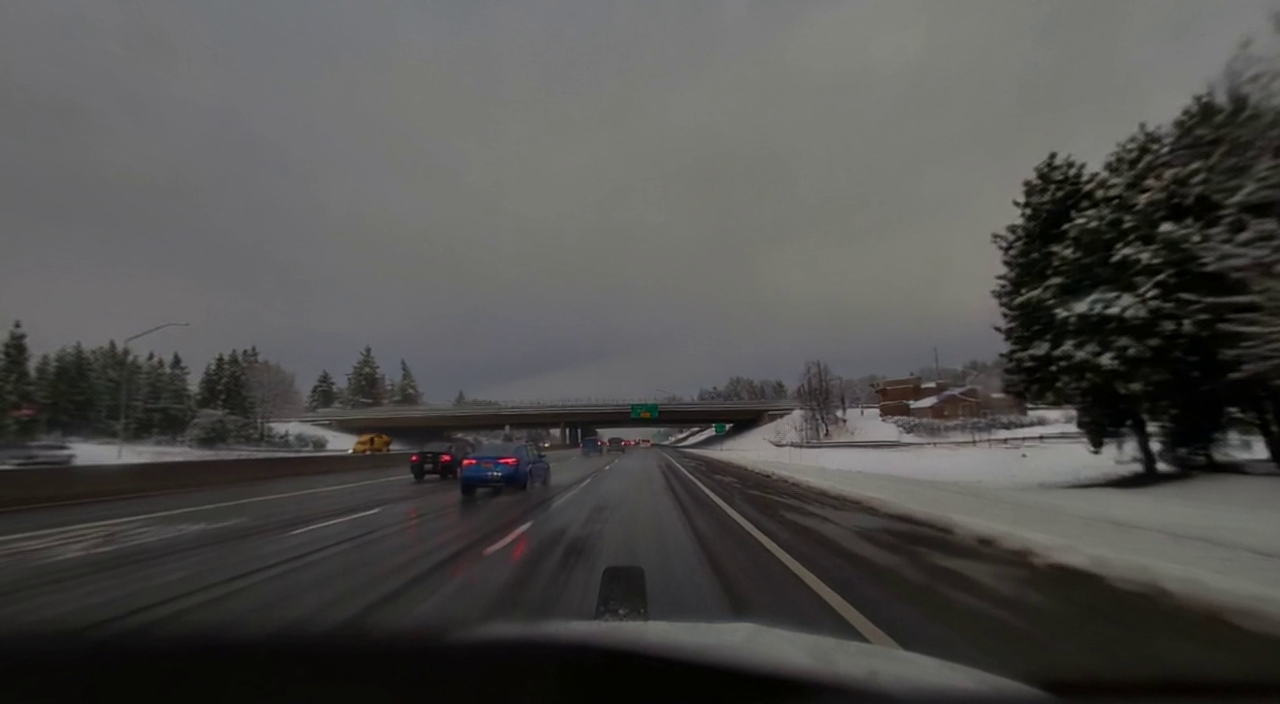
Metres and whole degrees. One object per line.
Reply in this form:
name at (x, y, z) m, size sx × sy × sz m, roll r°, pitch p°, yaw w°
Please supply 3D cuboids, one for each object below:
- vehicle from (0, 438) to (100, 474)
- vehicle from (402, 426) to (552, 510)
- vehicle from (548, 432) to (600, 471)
vehicle at (-25.032, 4.372, 26.592) m, size 1.497 × 1.395 × 3.408 m, roll 0°, pitch -8°, yaw -1°
vehicle at (-3.539, 2.627, 14.767) m, size 2.210 × 1.628 × 4.586 m, roll 0°, pitch -8°, yaw 1°
vehicle at (-3.272, 5.014, 32.040) m, size 2.080 × 1.811 × 4.644 m, roll 0°, pitch -8°, yaw 1°
